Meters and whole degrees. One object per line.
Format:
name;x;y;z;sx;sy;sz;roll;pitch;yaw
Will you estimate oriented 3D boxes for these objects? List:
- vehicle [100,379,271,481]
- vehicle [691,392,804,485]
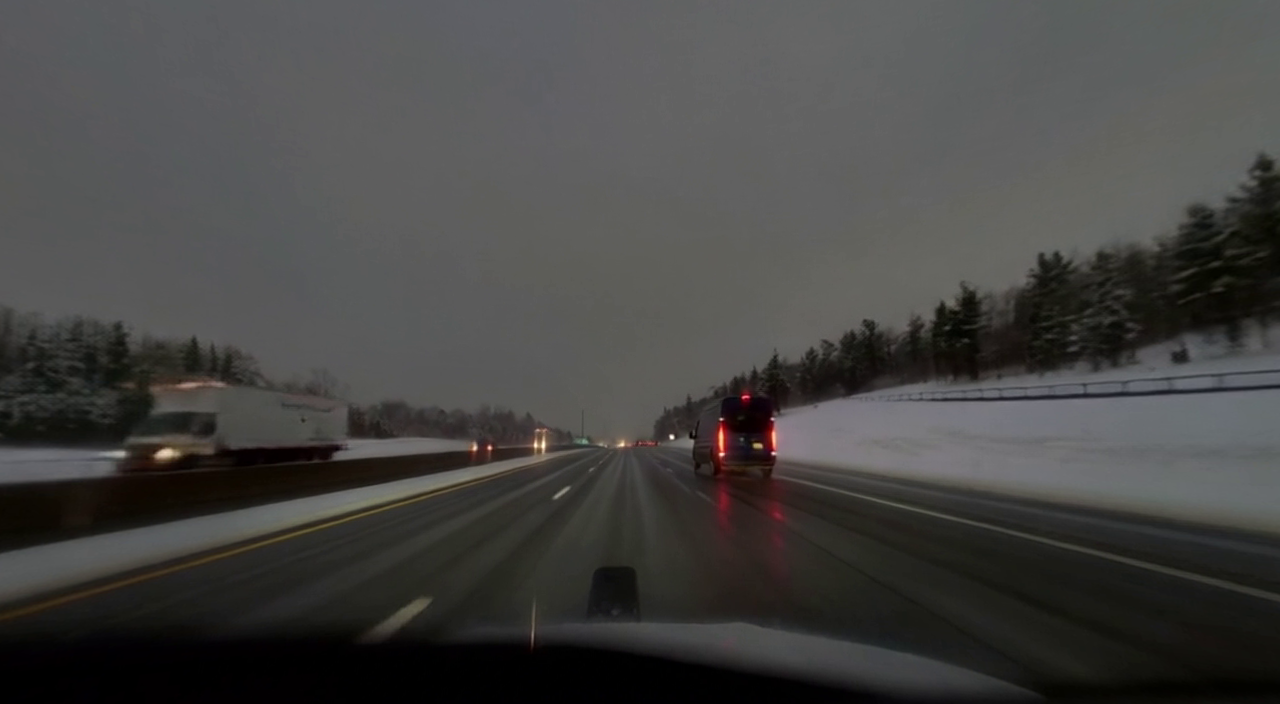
vehicle;-20.166;3.568;28.540;3.147;4.064;6.027;0;-8;-1
vehicle;3.374;2.998;21.682;2.431;2.667;6.921;0;-8;-2
